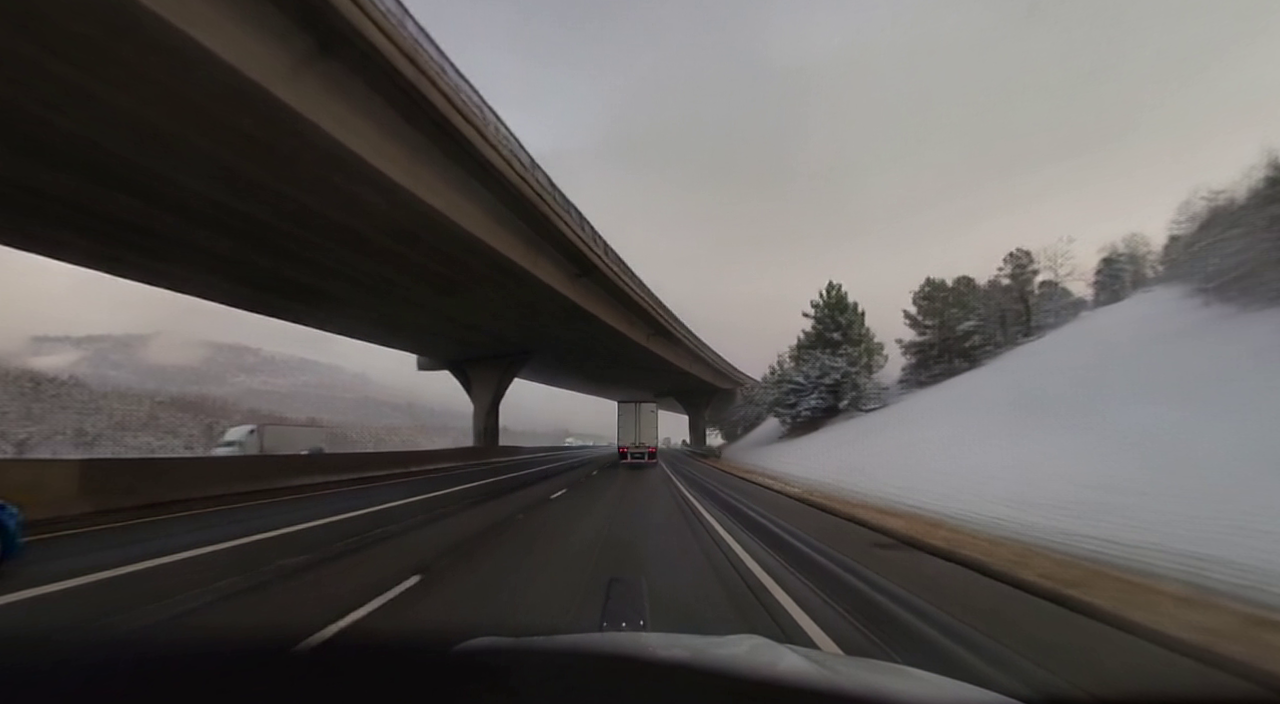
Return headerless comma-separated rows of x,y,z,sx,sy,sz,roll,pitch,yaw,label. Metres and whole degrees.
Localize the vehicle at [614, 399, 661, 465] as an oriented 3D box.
-0.140,5.742,44.324,2.866,4.014,11.261,0,-9,0,vehicle
